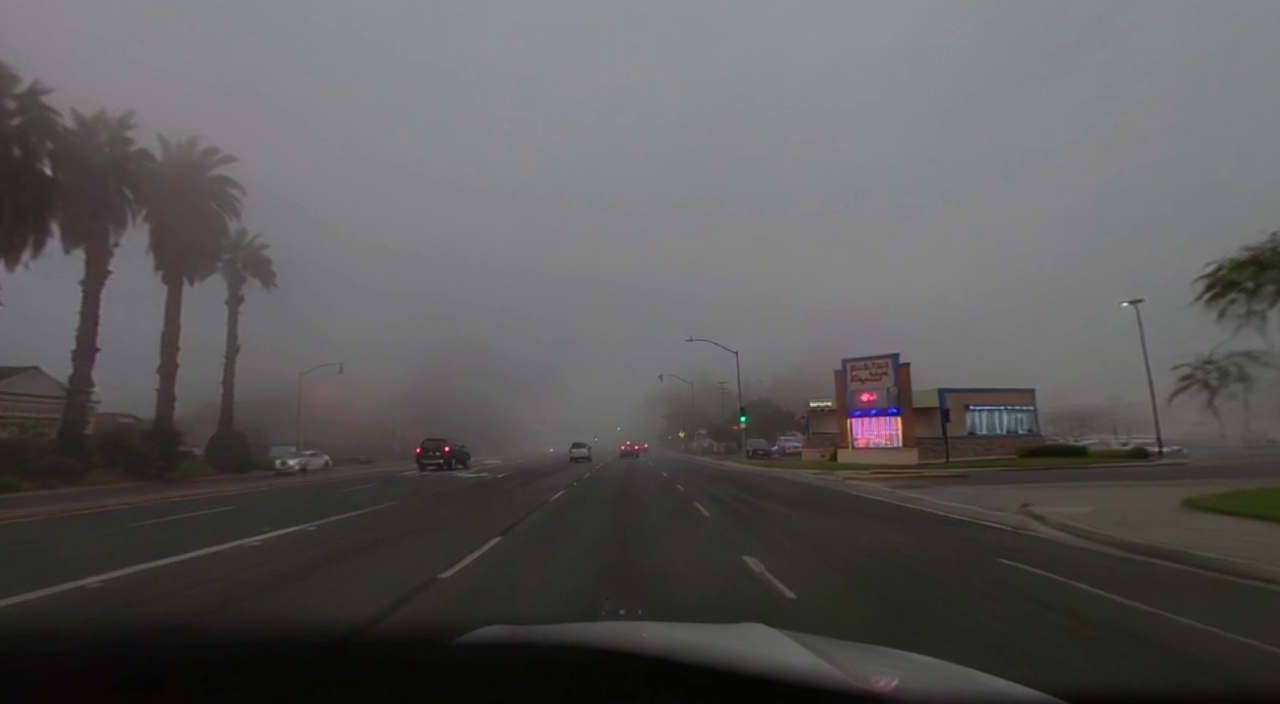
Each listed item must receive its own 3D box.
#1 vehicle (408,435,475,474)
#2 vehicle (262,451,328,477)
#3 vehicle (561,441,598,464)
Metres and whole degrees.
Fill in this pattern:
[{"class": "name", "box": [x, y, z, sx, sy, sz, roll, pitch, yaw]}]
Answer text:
[{"class": "vehicle", "box": [-9.688, 5.020, 31.138, 2.022, 1.746, 4.406, 0, -9, -3]}, {"class": "vehicle", "box": [-21.875, 7.118, 40.257, 1.852, 1.526, 4.262, 0, -9, 0]}, {"class": "vehicle", "box": [-4.037, 6.764, 42.691, 2.181, 1.483, 4.123, 0, -9, -1]}]
